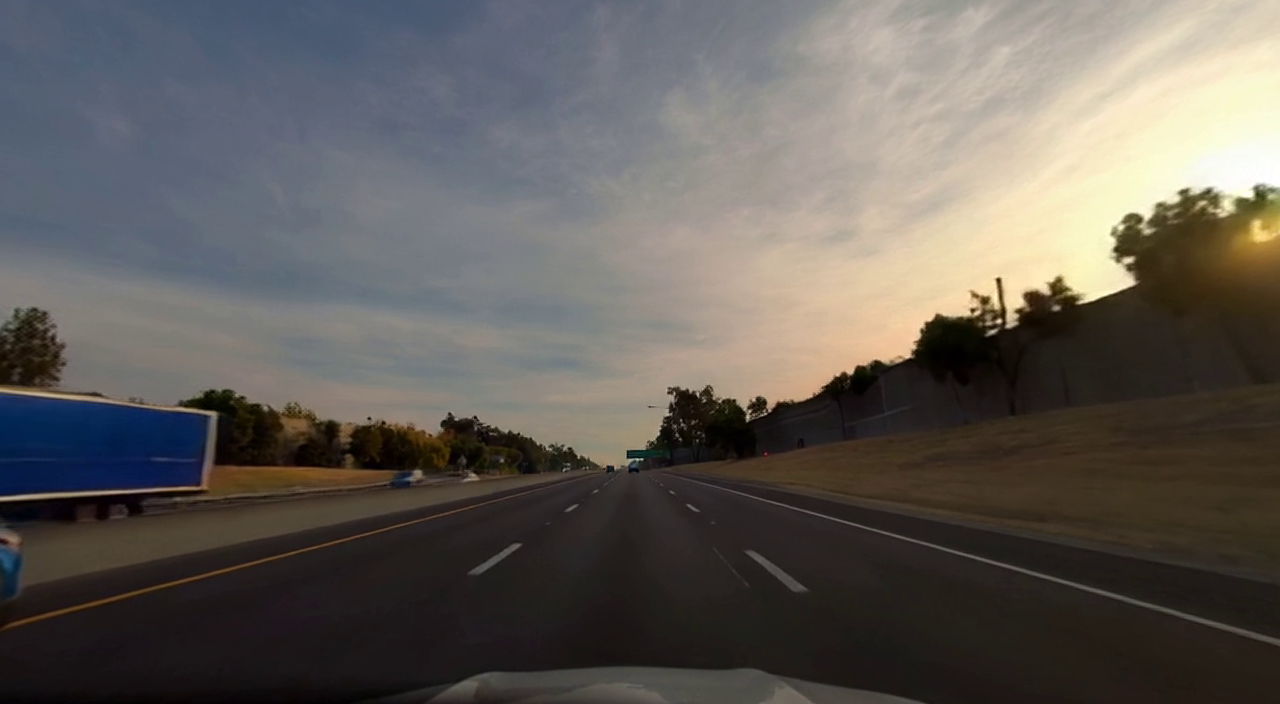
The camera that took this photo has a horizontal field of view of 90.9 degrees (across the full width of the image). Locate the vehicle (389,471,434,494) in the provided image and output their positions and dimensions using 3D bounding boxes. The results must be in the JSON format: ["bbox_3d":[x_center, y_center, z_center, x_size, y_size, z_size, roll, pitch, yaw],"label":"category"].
[{"bbox_3d":[-16.793,9.601,46.497,1.847,1.527,4.084,1,-10,-1],"label":"vehicle"}]

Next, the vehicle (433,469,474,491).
[{"bbox_3d":[-13.323,9.186,45.266,1.776,1.460,3.883,1,-10,0],"label":"vehicle"}]

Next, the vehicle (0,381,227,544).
[{"bbox_3d":[-17.662,3.056,17.412,2.890,4.047,14.234,1,-10,0],"label":"vehicle"}]
